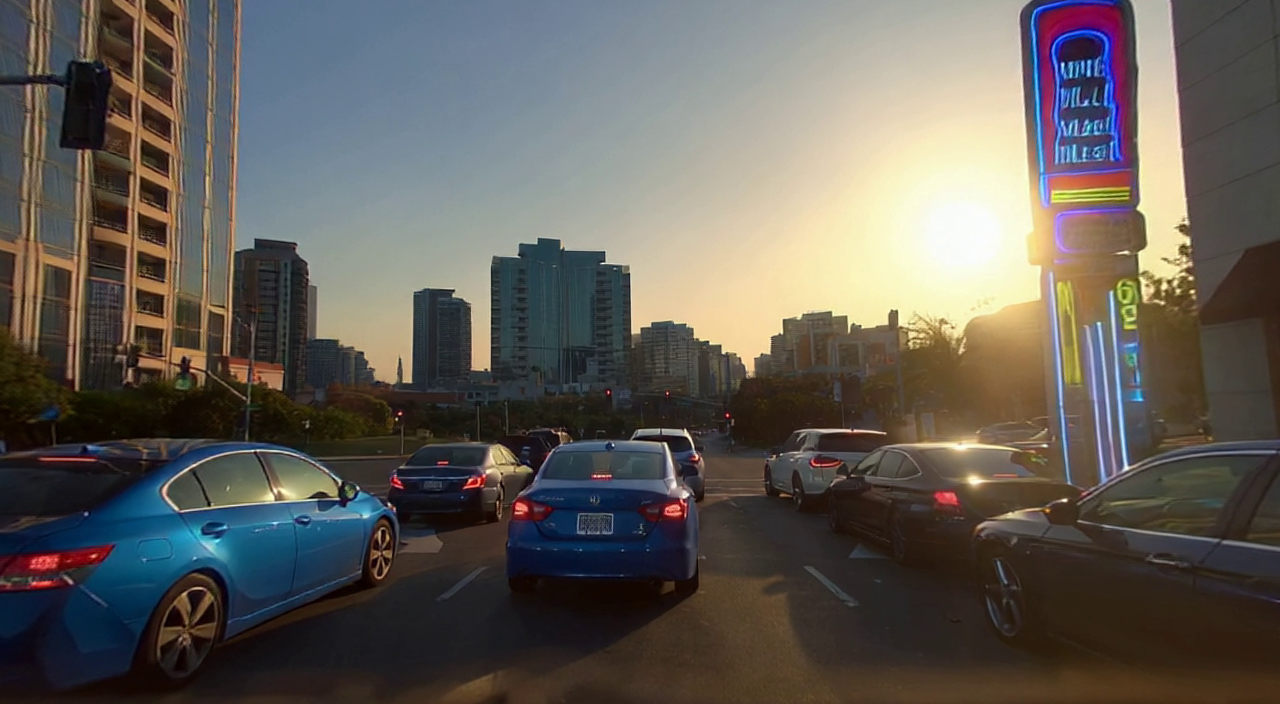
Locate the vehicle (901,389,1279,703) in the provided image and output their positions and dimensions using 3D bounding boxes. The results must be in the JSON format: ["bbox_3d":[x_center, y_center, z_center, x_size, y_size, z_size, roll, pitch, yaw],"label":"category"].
[{"bbox_3d":[3.423,1.080,3.634,1.981,1.499,4.536,0,-8,2],"label":"vehicle"}]

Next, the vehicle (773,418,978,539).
[{"bbox_3d":[3.757,2.096,11.012,2.007,1.683,4.171,0,-8,1],"label":"vehicle"}]

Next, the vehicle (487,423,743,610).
[{"bbox_3d":[-0.188,1.623,7.132,2.059,1.477,3.988,0,-8,0],"label":"vehicle"}]

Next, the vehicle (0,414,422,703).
[{"bbox_3d":[-3.411,1.300,4.711,1.980,1.454,4.226,0,-8,1],"label":"vehicle"}]
